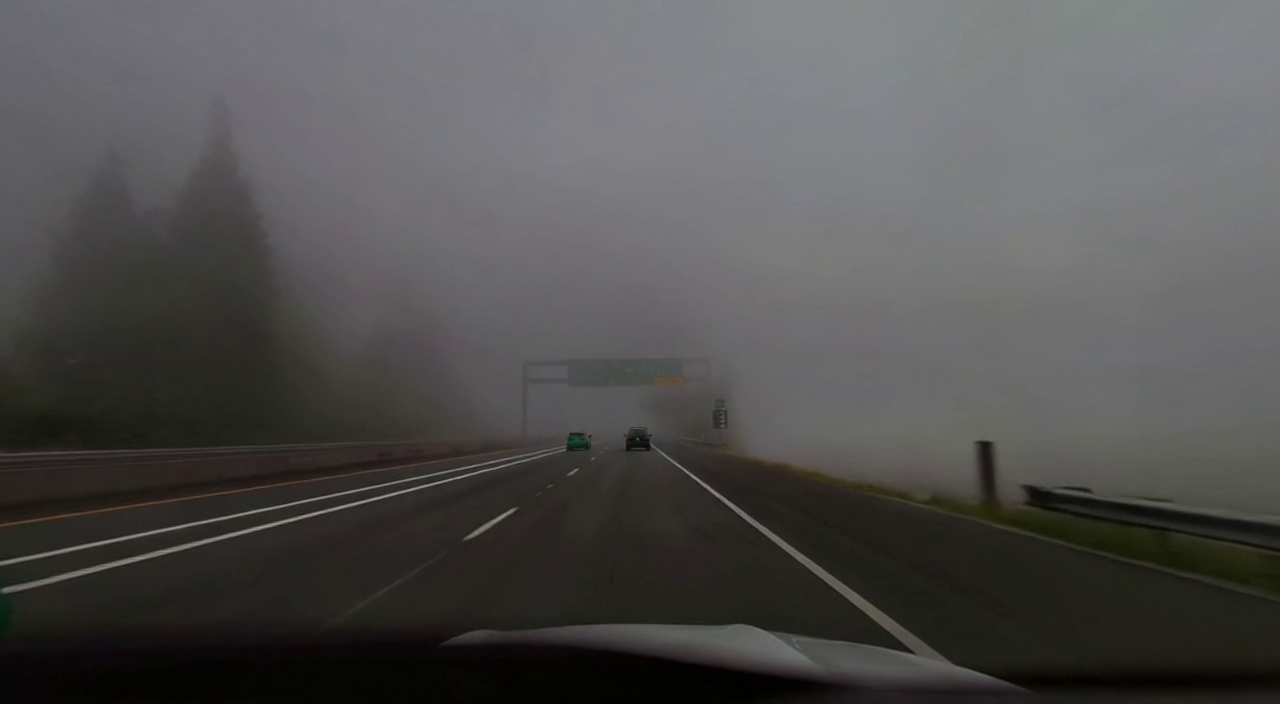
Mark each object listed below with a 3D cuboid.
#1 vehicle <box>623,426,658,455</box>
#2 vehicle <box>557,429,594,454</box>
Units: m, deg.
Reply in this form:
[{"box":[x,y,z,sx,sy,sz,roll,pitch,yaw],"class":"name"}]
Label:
[{"box":[0.015,5.826,41.584,2.170,1.790,4.490,0,-8,-1],"class":"vehicle"},{"box":[-4.304,6.039,42.705,2.055,1.610,4.116,0,-8,0],"class":"vehicle"}]
